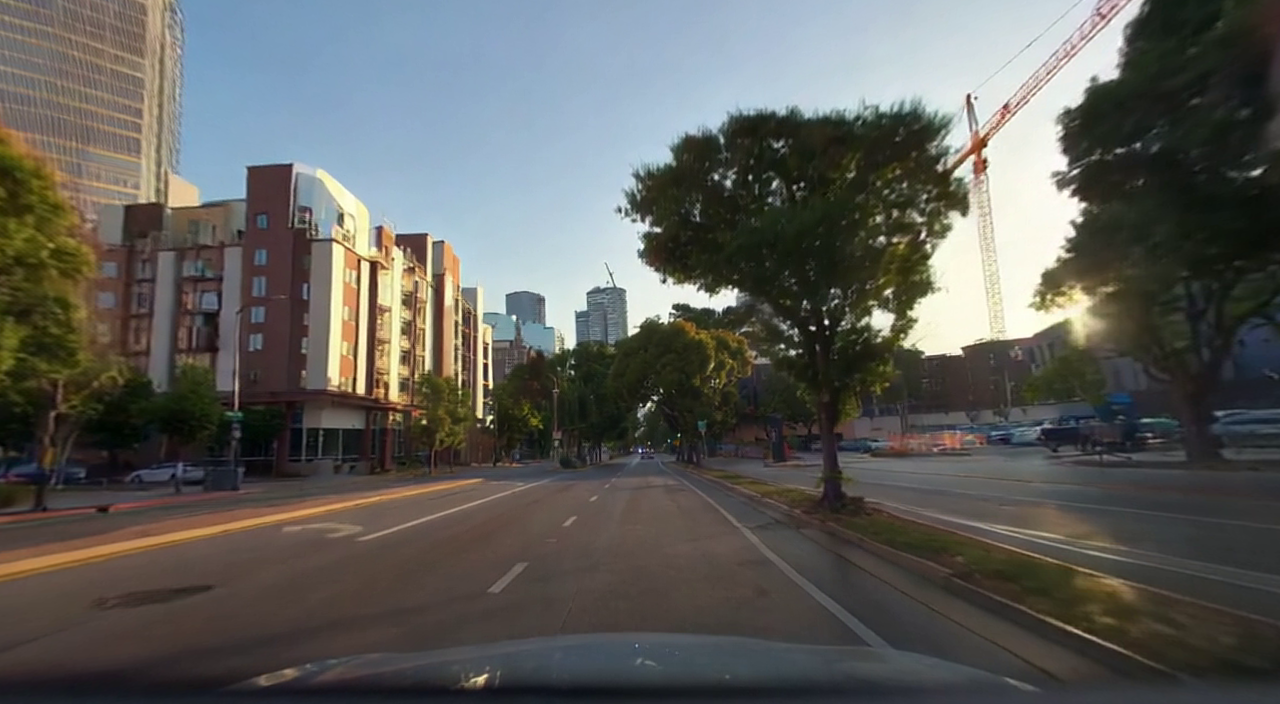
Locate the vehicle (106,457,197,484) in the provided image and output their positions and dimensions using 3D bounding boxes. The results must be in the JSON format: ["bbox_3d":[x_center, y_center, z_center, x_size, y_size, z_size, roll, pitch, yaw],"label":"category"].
[{"bbox_3d":[-32.548,7.889,42.078,4.308,1.598,1.891,0,-8,-8],"label":"vehicle"}]
